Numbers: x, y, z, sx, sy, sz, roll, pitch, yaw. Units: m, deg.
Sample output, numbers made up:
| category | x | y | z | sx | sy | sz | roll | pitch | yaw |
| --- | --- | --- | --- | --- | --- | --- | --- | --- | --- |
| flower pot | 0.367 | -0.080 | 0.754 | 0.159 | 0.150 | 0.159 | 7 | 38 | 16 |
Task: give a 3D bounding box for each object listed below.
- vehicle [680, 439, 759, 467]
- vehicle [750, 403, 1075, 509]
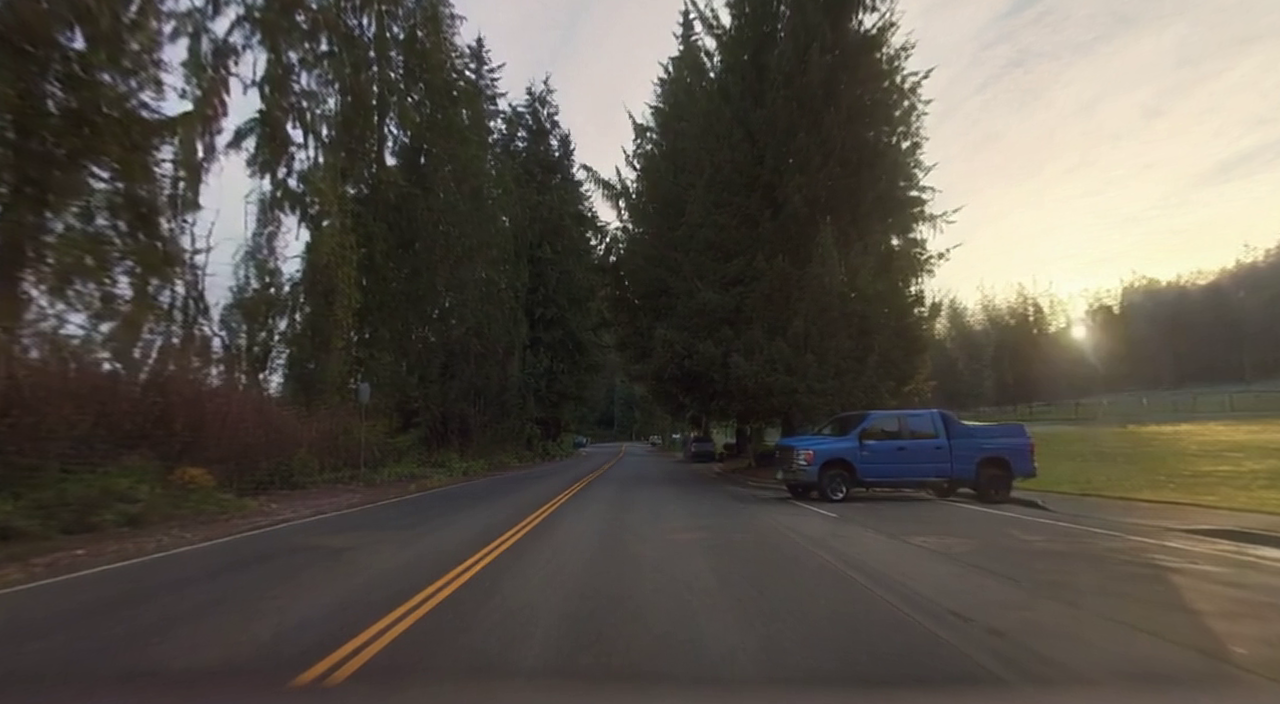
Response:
| category | x | y | z | sx | sy | sz | roll | pitch | yaw |
| --- | --- | --- | --- | --- | --- | --- | --- | --- | --- |
| vehicle | 5.124 | 6.571 | 41.162 | 4.791 | 1.706 | 1.963 | 1 | -8 | -5 |
| vehicle | 6.316 | 2.495 | 15.460 | 6.645 | 2.298 | 2.763 | 0 | -8 | -3 |
